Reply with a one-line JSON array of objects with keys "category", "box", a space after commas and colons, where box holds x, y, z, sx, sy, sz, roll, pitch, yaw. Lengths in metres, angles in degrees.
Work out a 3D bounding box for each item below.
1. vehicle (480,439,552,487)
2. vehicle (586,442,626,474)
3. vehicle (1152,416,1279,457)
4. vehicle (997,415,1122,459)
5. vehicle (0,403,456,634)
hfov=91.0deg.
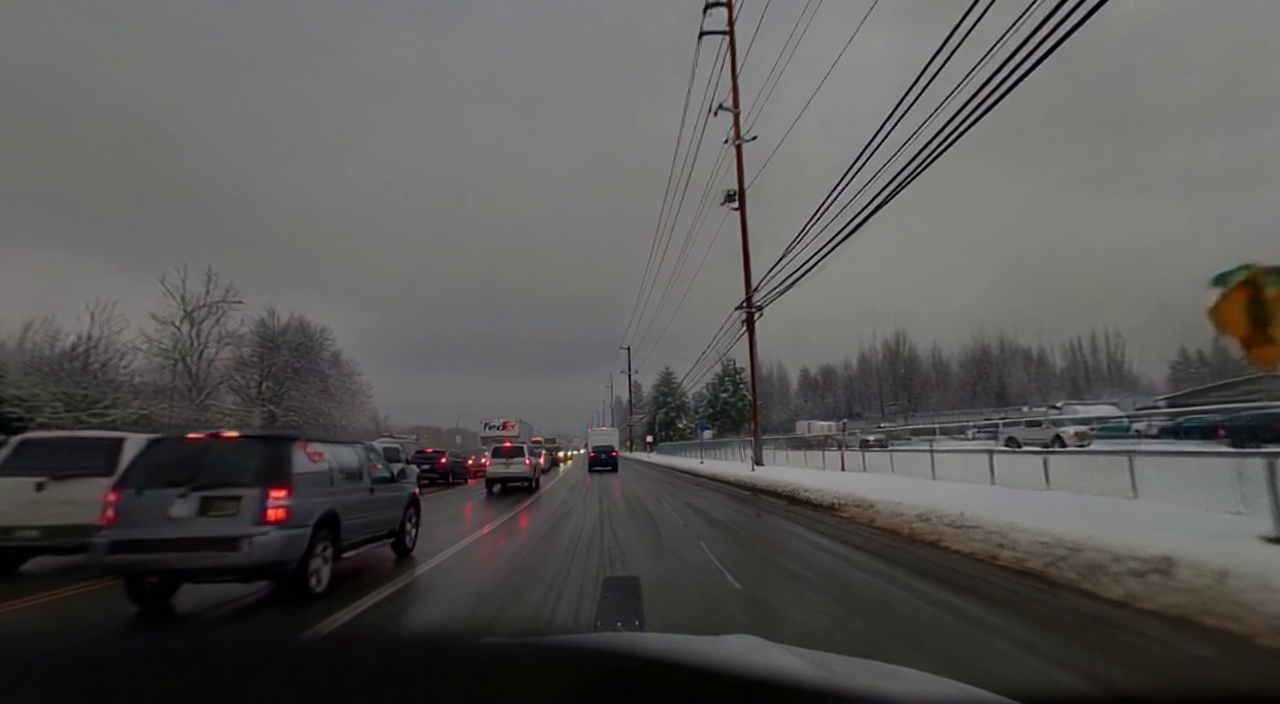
[{"category": "vehicle", "box": [-4.751, 4.320, 24.865, 2.057, 1.673, 4.934, 0, -8, -2]}, {"category": "vehicle", "box": [-1.905, 5.807, 34.756, 2.055, 1.671, 4.147, 1, -8, -4]}, {"category": "vehicle", "box": [31.480, 4.631, 34.211, 5.535, 2.130, 2.145, 1, -9, -5]}, {"category": "vehicle", "box": [29.786, 6.053, 44.840, 7.011, 3.014, 2.594, 0, -9, -3]}, {"category": "vehicle", "box": [-3.941, 1.581, 7.069, 2.388, 1.692, 4.684, 0, -8, -1]}]
